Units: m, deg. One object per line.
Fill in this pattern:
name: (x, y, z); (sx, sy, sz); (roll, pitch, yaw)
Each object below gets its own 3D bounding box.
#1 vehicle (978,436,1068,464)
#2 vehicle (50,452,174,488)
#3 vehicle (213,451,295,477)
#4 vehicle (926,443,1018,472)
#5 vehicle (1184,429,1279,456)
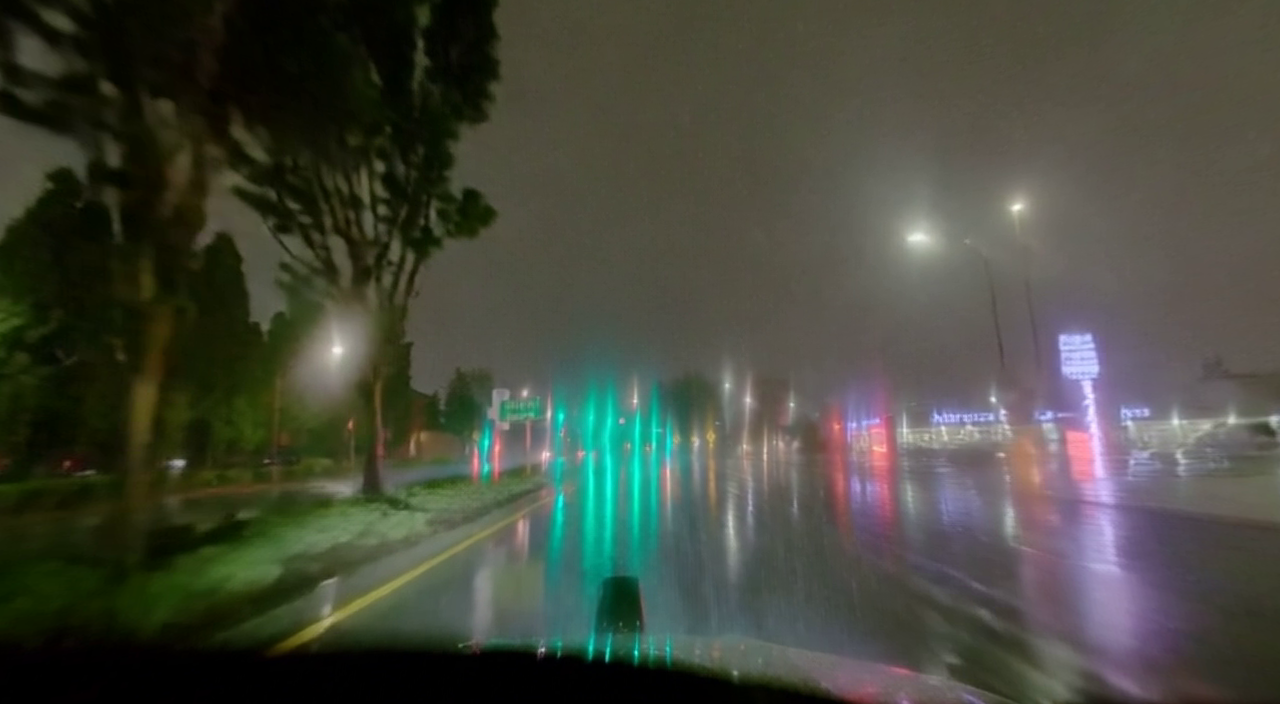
vehicle: (24.169, 6.192, 40.092); (1.833, 1.667, 4.545); (3, -9, -24)
vehicle: (-27.422, 6.109, 33.028); (4.529, 1.711, 1.972); (4, -10, -27)
vehicle: (-27.284, 7.931, 44.842); (4.731, 1.677, 1.999); (4, -10, -28)
vehicle: (19.442, 6.192, 37.214); (1.869, 1.481, 4.459); (1, -9, -25)
vehicle: (46.442, 7.069, 49.343); (2.131, 1.923, 5.397); (3, -9, -23)
